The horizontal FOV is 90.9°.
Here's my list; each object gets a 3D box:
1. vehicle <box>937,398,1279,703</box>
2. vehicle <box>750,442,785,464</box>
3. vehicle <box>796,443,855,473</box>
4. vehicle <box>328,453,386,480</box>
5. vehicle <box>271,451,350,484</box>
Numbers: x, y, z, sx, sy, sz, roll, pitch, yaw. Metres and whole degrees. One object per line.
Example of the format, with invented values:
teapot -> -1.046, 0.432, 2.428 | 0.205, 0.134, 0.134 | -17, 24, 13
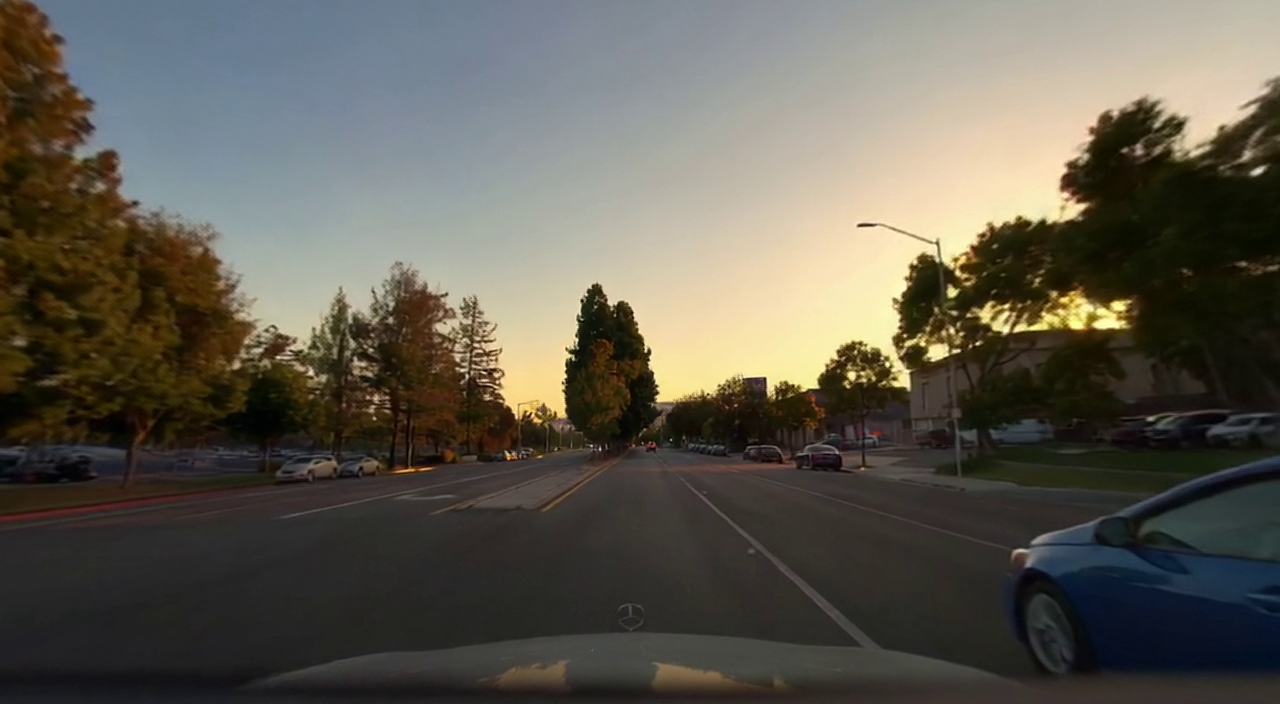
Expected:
vehicle -> 3.153, 0.884, 2.102 | 2.141, 1.443, 4.499 | 0, -8, 0
vehicle -> 9.912, 7.835, 49.161 | 1.889, 1.629, 4.072 | 0, -8, 0
vehicle -> 9.976, 5.709, 34.218 | 1.889, 1.472, 4.304 | 0, -8, 0
vehicle -> -18.386, 7.442, 41.170 | 1.828, 1.457, 4.292 | -3, -7, 0
vehicle -> -18.523, 6.465, 35.715 | 1.993, 1.686, 4.698 | 0, -8, -1
